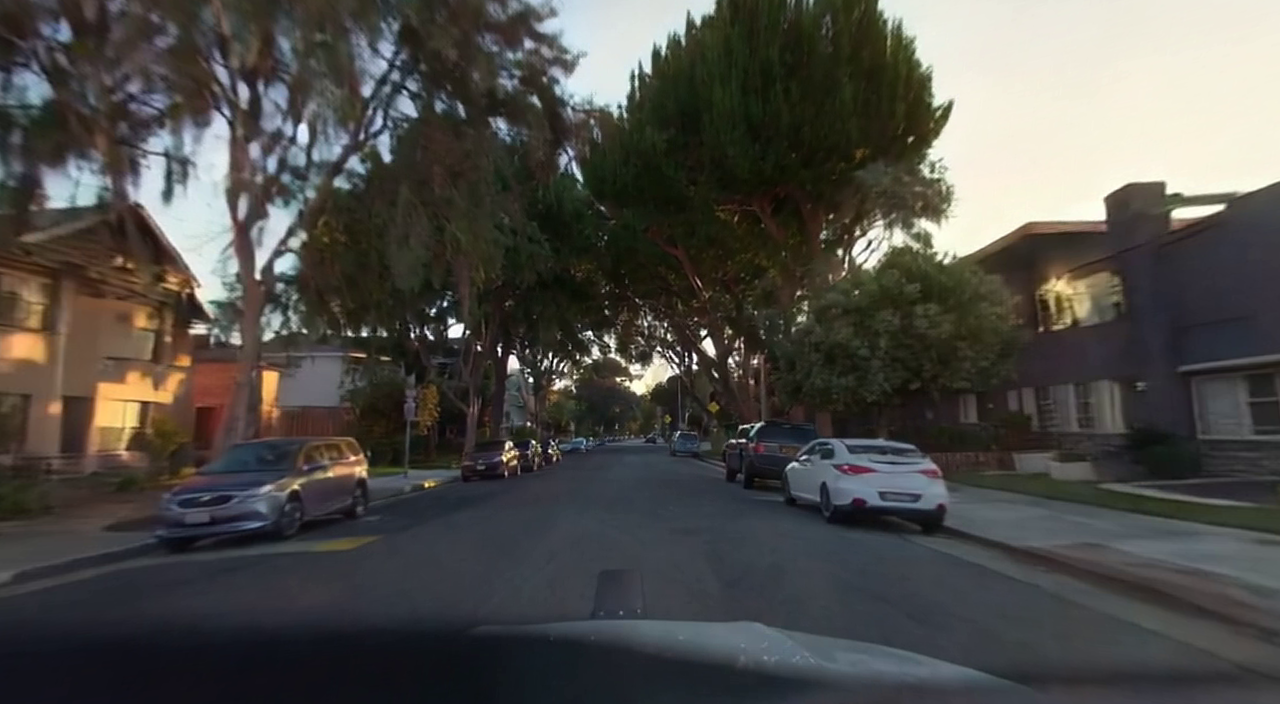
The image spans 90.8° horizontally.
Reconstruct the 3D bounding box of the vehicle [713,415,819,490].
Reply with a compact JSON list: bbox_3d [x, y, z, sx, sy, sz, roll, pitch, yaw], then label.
[{"bbox_3d":[3.650,3.046,19.307,2.158,1.977,4.750,0,-8,-1],"label":"vehicle"}]

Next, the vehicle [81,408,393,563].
[{"bbox_3d":[-5.906,2.026,10.183,2.106,1.760,4.573,-4,-9,-1],"label":"vehicle"}]

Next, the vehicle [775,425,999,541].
[{"bbox_3d":[3.739,2.056,10.595,1.968,1.505,4.368,0,-8,0],"label":"vehicle"}]

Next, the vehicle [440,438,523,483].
[{"bbox_3d":[-5.755,3.994,23.524,1.998,1.485,4.476,0,-8,-1],"label":"vehicle"}]

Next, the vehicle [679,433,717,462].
[{"bbox_3d":[3.772,6.287,41.629,1.952,1.738,4.518,0,-8,-1],"label":"vehicle"}]
